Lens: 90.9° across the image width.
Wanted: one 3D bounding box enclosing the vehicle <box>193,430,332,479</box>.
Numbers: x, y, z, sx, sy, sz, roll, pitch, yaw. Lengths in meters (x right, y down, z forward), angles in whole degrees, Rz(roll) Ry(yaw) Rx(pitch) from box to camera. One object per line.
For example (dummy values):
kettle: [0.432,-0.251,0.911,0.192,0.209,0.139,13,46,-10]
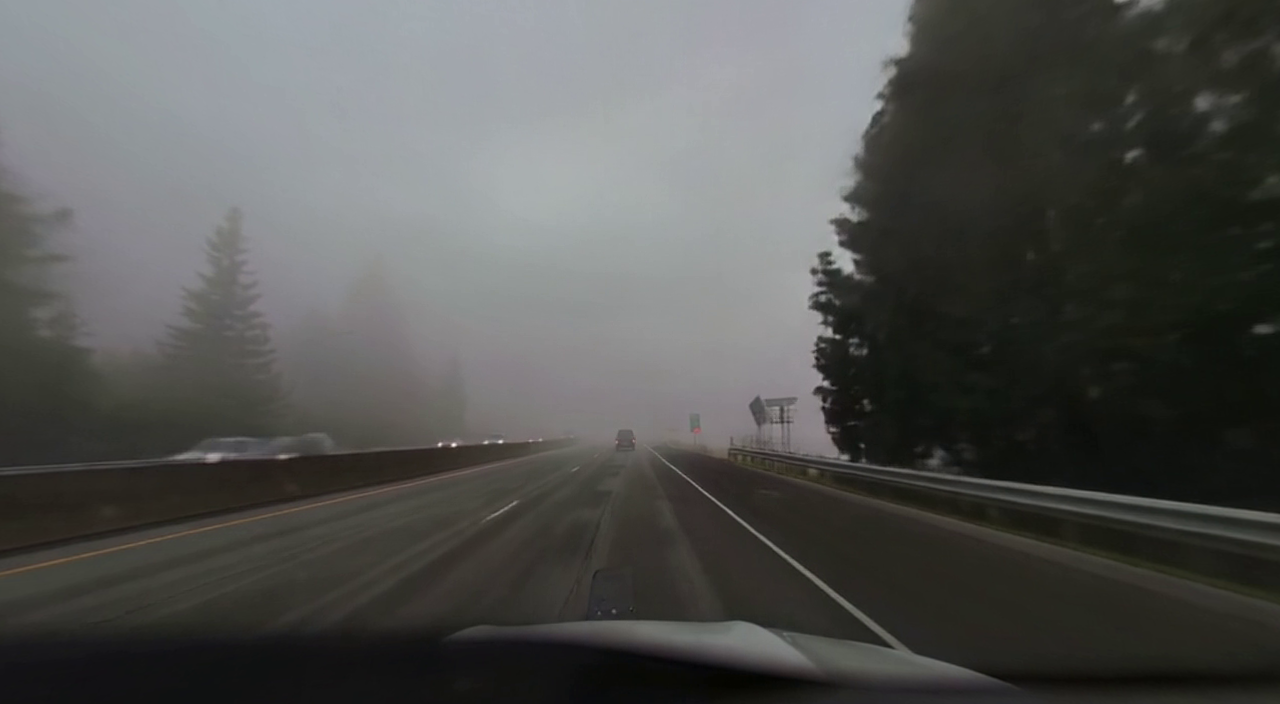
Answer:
vehicle: [-12.828,3.484,21.850,1.981,1.511,4.613,0,-8,-1]
